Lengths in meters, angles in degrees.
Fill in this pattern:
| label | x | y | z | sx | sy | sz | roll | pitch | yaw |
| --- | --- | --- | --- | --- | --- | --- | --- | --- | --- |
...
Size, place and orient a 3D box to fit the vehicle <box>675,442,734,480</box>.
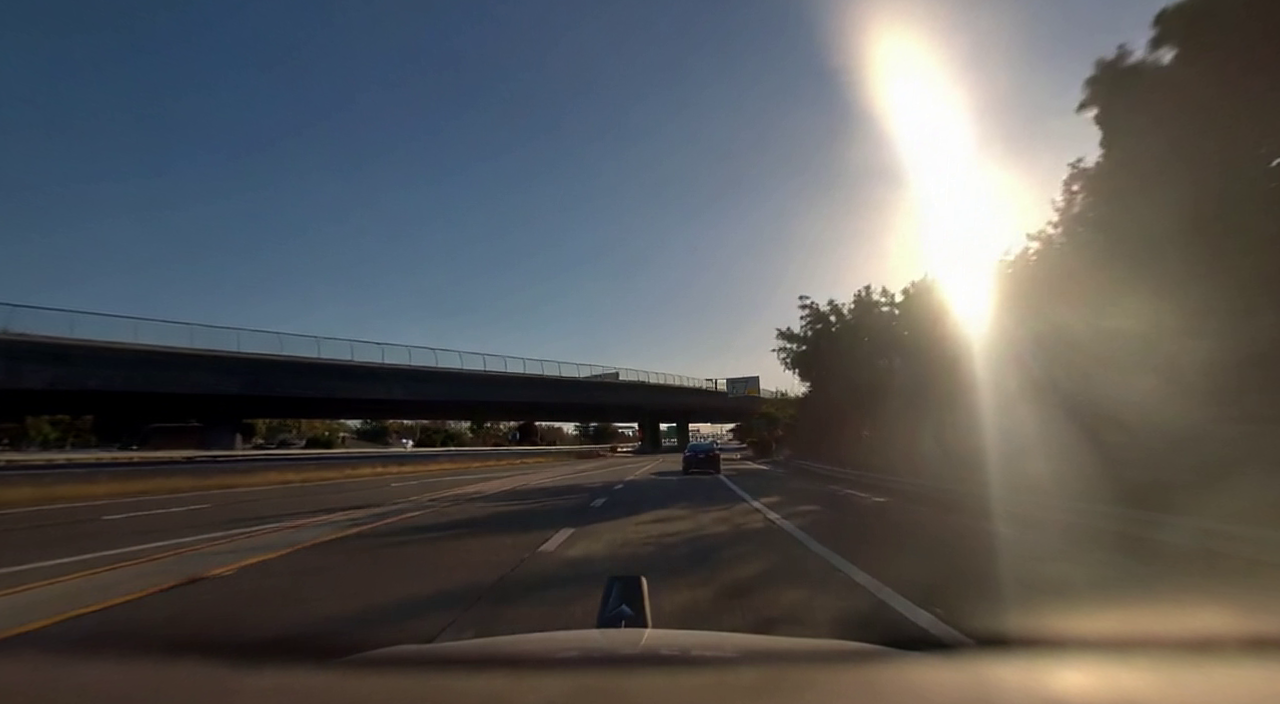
| label | x | y | z | sx | sy | sz | roll | pitch | yaw |
| --- | --- | --- | --- | --- | --- | --- | --- | --- | --- |
| vehicle | 2.549 | 4.430 | 25.763 | 2.124 | 1.405 | 4.398 | 0 | -8 | 3 |
